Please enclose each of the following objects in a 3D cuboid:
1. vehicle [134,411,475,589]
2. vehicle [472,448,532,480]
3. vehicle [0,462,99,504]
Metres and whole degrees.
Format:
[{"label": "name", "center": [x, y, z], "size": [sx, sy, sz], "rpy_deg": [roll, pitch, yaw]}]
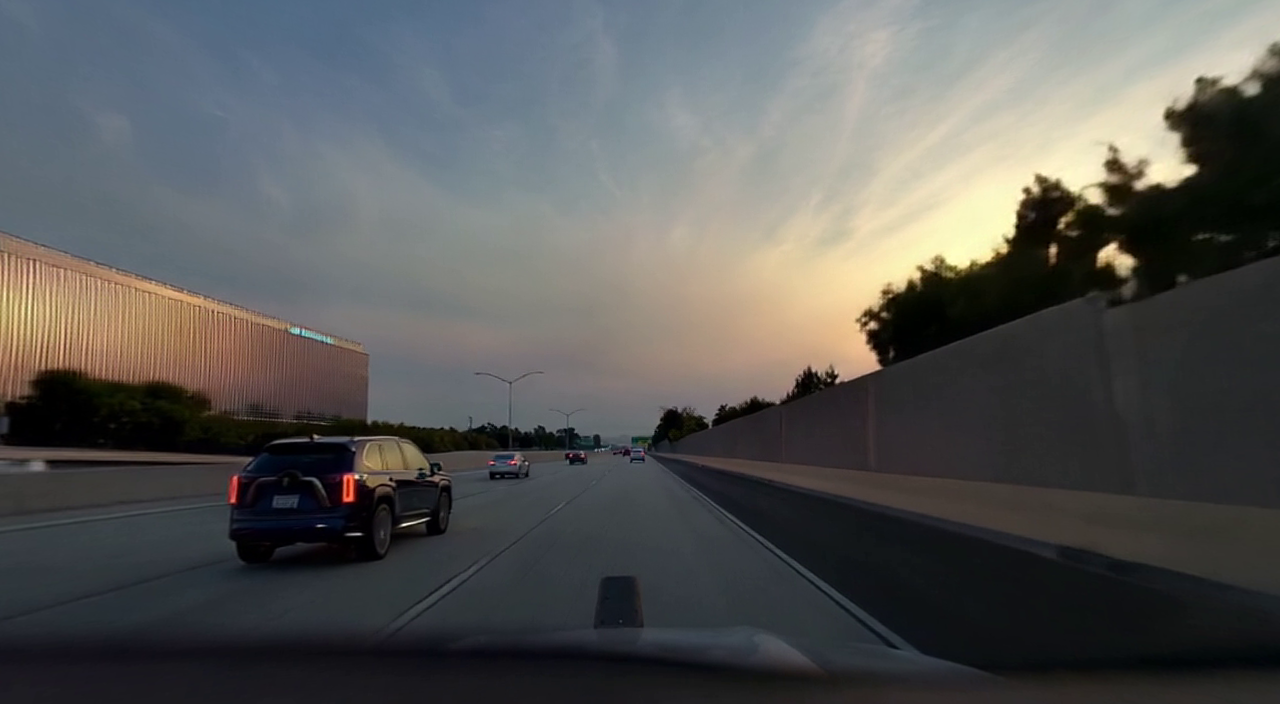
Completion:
[{"label": "vehicle", "center": [-3.910, 1.804, 8.519], "size": [2.059, 1.725, 4.521], "rpy_deg": [0, -9, 1]}, {"label": "vehicle", "center": [-7.174, 5.860, 33.382], "size": [1.998, 1.542, 4.953], "rpy_deg": [0, -9, 1]}, {"label": "vehicle", "center": [-27.936, 5.899, 28.710], "size": [2.250, 1.663, 4.719], "rpy_deg": [0, -9, 1]}]
